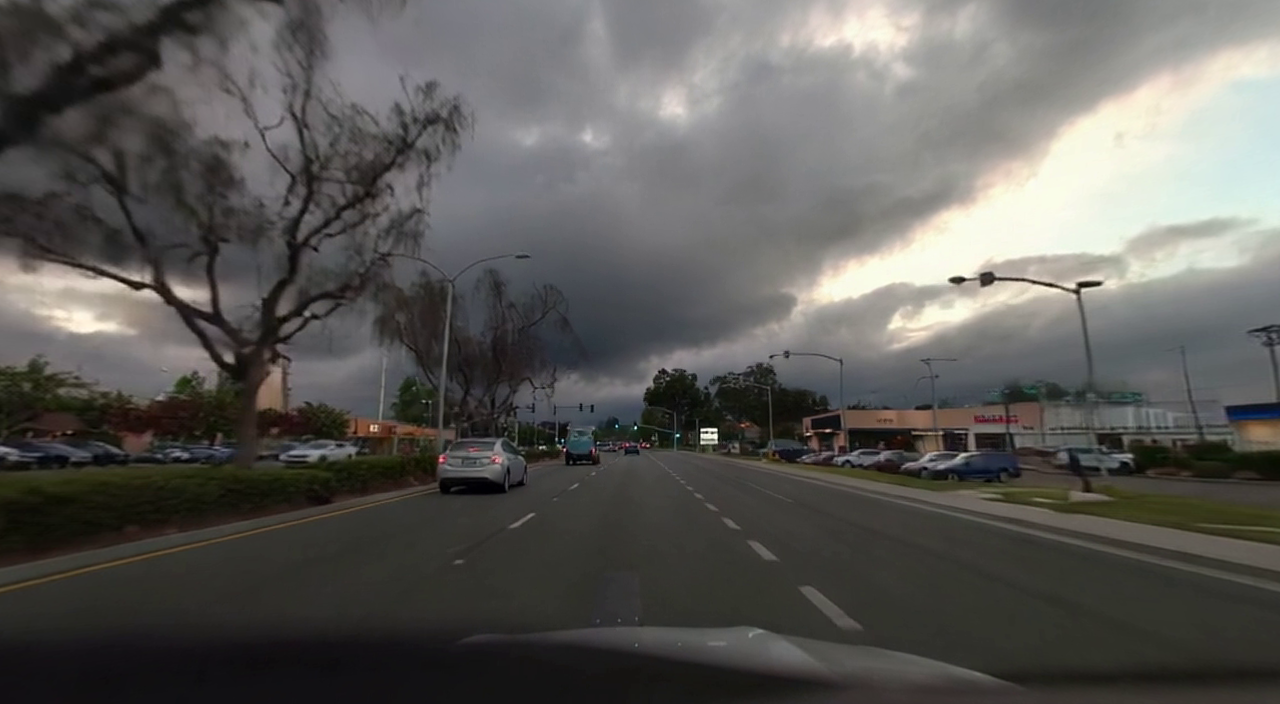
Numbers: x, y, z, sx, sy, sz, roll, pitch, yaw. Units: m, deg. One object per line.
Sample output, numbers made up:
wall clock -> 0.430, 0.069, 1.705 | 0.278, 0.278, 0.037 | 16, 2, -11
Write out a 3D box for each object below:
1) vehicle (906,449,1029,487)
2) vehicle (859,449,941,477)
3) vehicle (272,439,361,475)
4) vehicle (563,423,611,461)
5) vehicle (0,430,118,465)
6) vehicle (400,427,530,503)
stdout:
vehicle -> 16.642, 5.909, 32.197 | 5.041, 1.803, 2.182 | -1, -9, 1
vehicle -> 16.722, 7.154, 40.647 | 4.413, 1.659, 1.913 | 0, -8, -1
vehicle -> -16.367, 5.326, 32.136 | 2.104, 1.689, 4.476 | 0, -8, 1
vehicle -> -3.700, 6.551, 45.723 | 2.917, 2.524, 6.990 | 0, -8, 0
vehicle -> -43.612, 7.123, 47.065 | 7.001, 2.479, 2.370 | 0, -9, 2
vehicle -> -4.305, 2.843, 16.265 | 2.109, 1.672, 4.256 | 0, -8, 0
